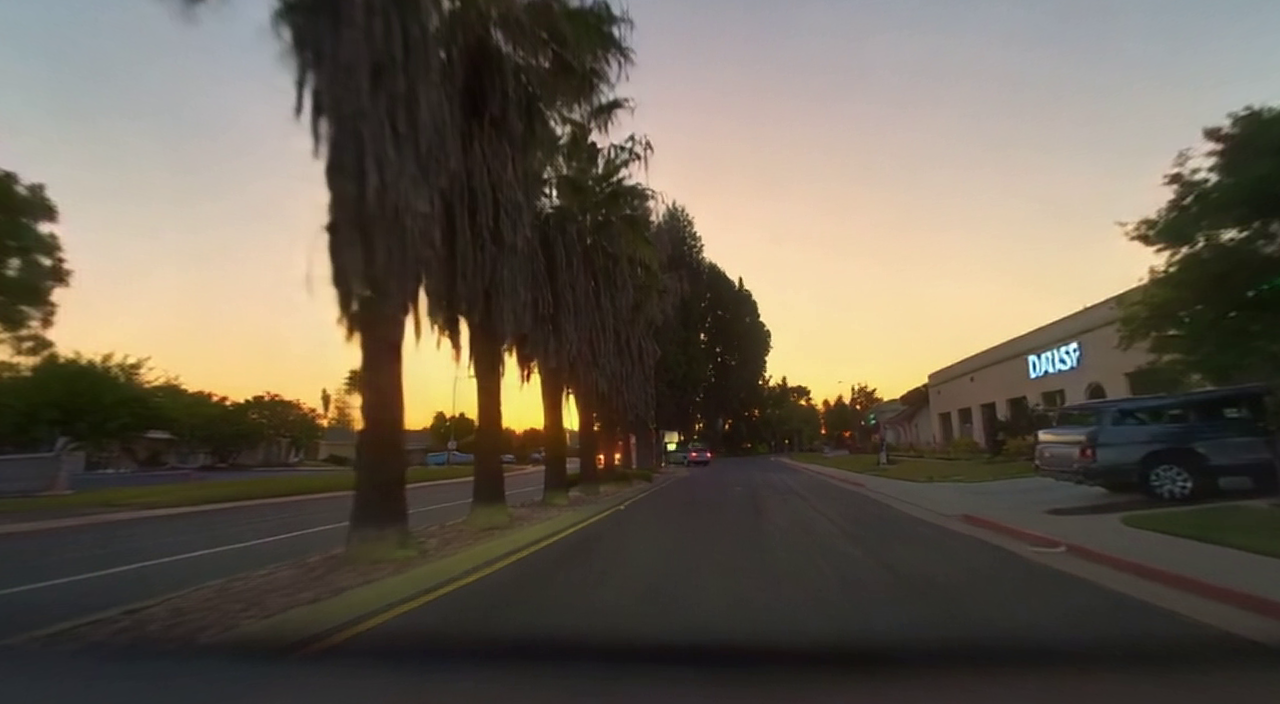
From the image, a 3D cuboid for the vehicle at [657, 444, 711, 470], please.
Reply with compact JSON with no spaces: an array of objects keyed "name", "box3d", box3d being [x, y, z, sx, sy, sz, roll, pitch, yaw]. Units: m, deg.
[{"name":"vehicle","box3d":[3.275,7.959,47.949,2.174,1.863,4.651,3,-9,-23]}]
